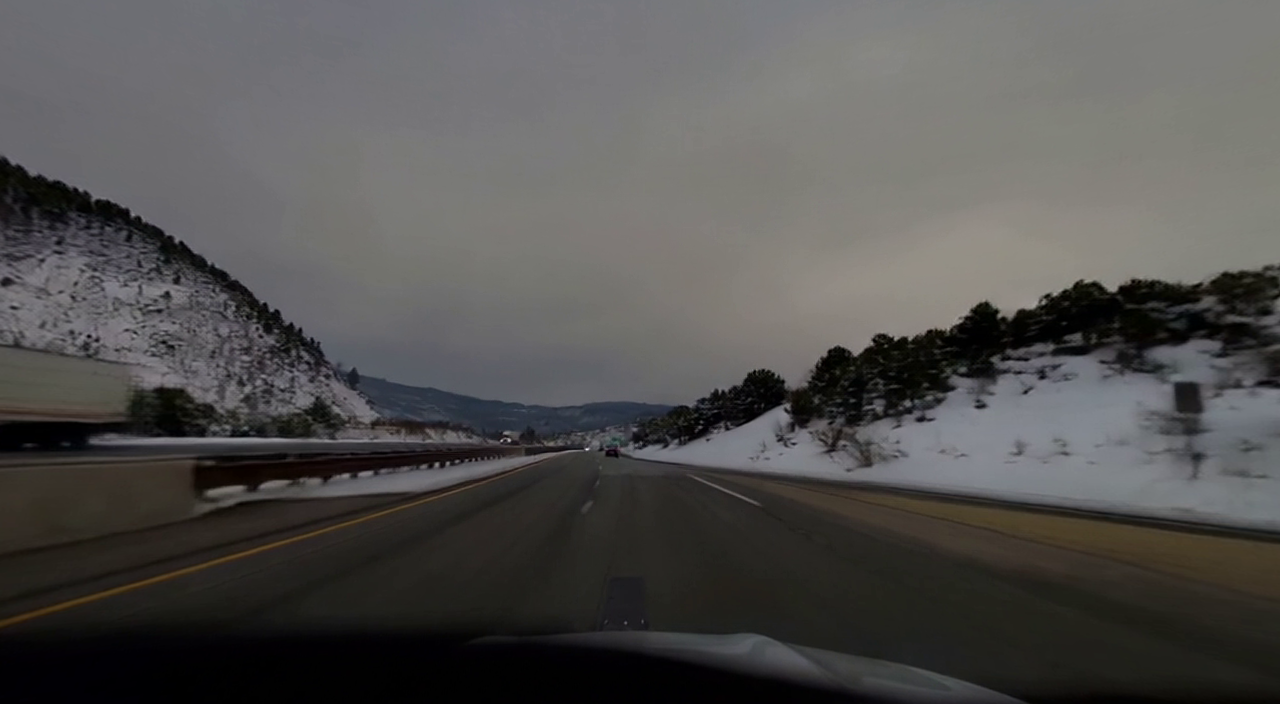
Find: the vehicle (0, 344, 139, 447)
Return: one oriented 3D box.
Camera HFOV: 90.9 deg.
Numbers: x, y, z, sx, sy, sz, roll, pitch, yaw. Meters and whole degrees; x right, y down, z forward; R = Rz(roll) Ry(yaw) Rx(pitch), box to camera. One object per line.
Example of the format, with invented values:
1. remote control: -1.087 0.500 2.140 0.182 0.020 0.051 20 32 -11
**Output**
1. vehicle: -27.962 1.616 25.022 2.941 4.199 16.568 1 -9 -1
